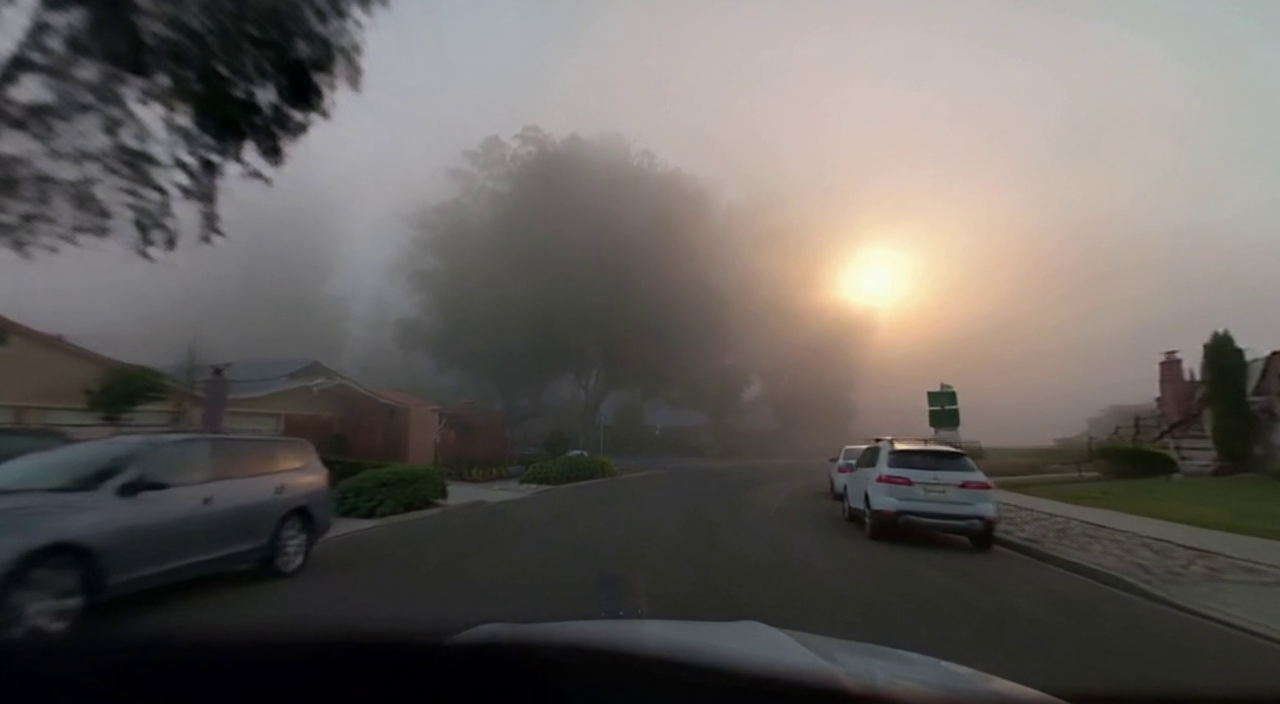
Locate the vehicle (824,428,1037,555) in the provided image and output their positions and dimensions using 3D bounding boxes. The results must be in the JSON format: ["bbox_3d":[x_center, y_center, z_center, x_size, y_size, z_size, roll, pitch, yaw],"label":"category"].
[{"bbox_3d":[4.568,2.230,10.876,2.075,1.657,4.648,-1,-9,9],"label":"vehicle"}]

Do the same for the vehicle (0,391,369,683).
[{"bbox_3d":[-4.731,1.433,5.930,2.041,1.762,4.508,-3,-8,6],"label":"vehicle"}]
